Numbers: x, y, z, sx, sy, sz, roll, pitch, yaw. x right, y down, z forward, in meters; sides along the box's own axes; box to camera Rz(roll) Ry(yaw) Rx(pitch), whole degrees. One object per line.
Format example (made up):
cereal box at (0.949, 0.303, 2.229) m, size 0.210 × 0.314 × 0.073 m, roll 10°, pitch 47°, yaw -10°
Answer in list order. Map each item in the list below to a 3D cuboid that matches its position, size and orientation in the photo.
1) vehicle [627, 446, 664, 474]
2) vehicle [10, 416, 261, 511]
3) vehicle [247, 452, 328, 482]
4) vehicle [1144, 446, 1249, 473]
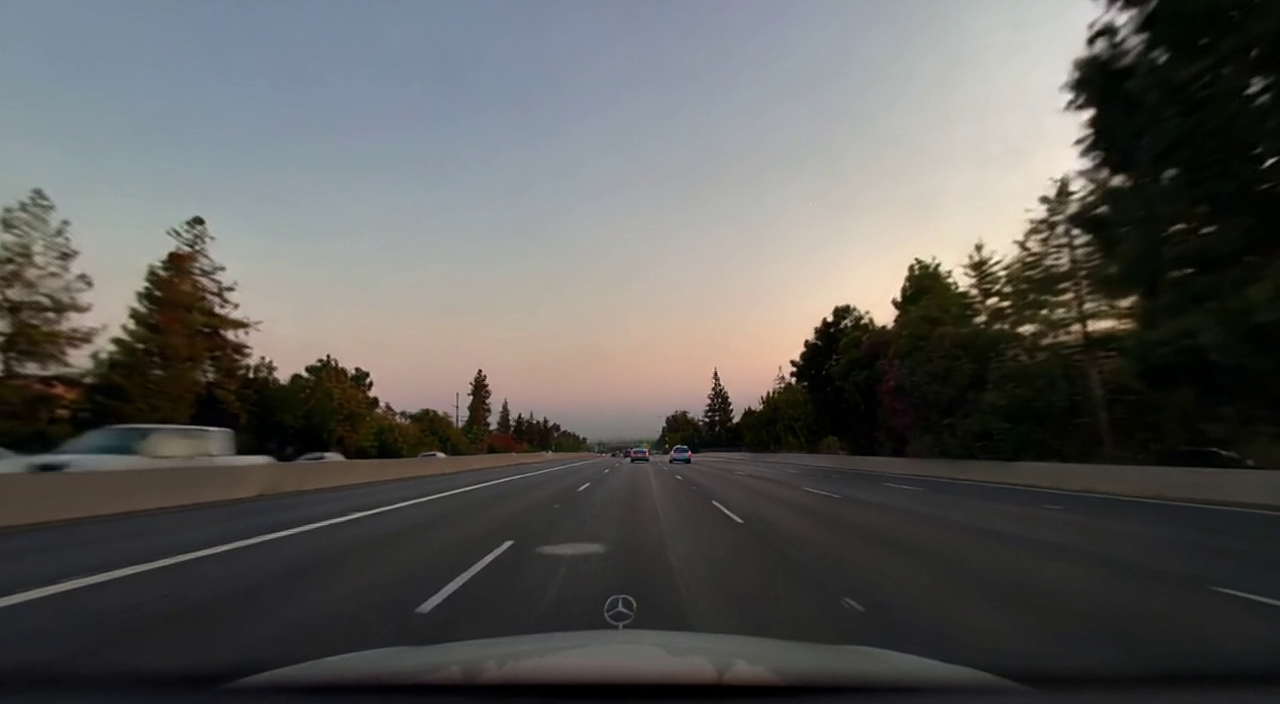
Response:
vehicle at (0.277, 6.989, 41.207) m, size 2.124 × 1.673 × 4.545 m, roll 0°, pitch -9°, yaw -3°
vehicle at (-9.838, 2.205, 12.851) m, size 1.853 × 1.600 × 4.030 m, roll 0°, pitch -8°, yaw -2°
vehicle at (-18.076, 5.875, 32.612) m, size 1.745 × 1.302 × 4.212 m, roll 0°, pitch -8°, yaw 0°
vehicle at (31.770, 6.123, 36.251) m, size 1.886 × 1.450 × 4.349 m, roll 0°, pitch -9°, yaw -3°
